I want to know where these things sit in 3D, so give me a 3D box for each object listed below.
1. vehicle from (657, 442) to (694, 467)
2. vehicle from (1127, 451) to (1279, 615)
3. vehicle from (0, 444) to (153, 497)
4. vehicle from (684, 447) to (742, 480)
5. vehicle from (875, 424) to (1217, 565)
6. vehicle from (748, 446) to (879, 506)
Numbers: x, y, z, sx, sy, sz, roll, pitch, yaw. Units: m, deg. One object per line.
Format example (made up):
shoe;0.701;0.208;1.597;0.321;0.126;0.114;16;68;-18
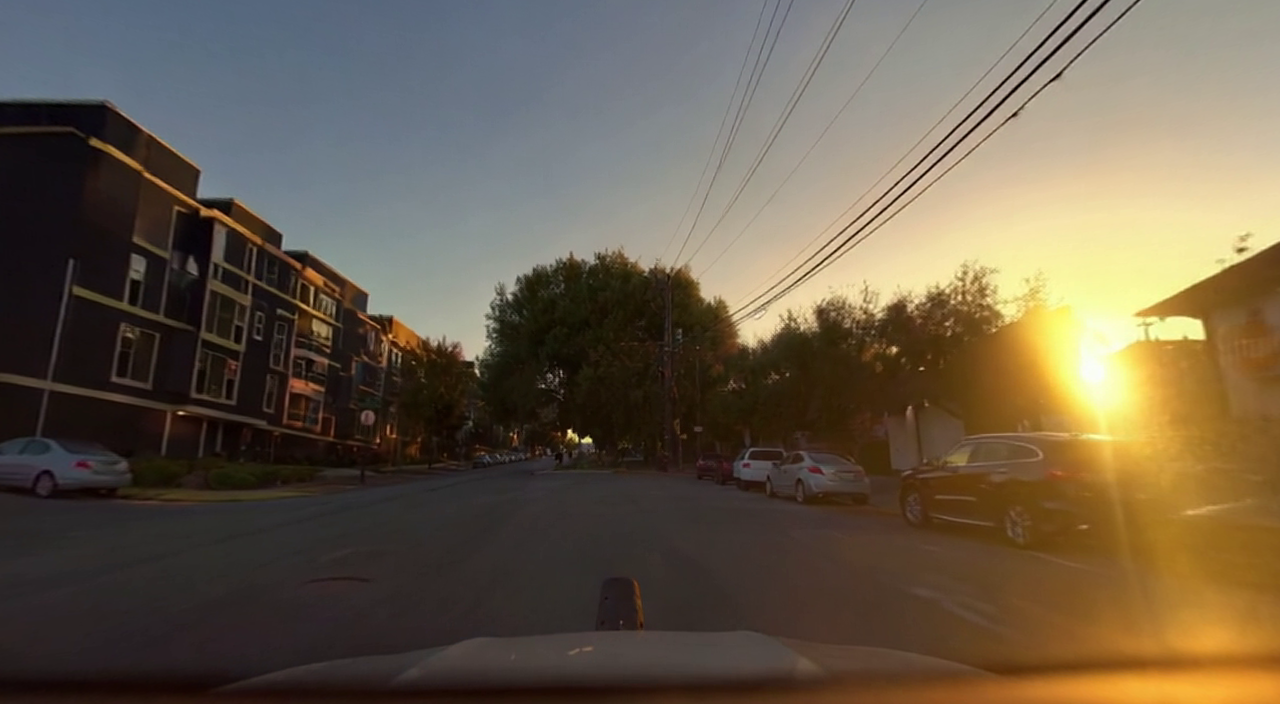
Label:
vehicle;2.604;7.671;47.387;2.386;1.752;4.376;0;-8;-3
vehicle;6.459;1.475;4.875;1.900;1.368;4.176;0;-8;-3
vehicle;-16.404;3.173;17.118;4.603;1.335;1.889;2;-9;-14
vehicle;3.518;5.473;31.380;1.901;1.495;4.340;1;-8;-6
vehicle;5.959;2.108;10.277;1.917;1.704;4.840;1;-8;-7
vehicle;5.012;3.622;19.118;2.122;1.554;4.777;1;-8;-7
